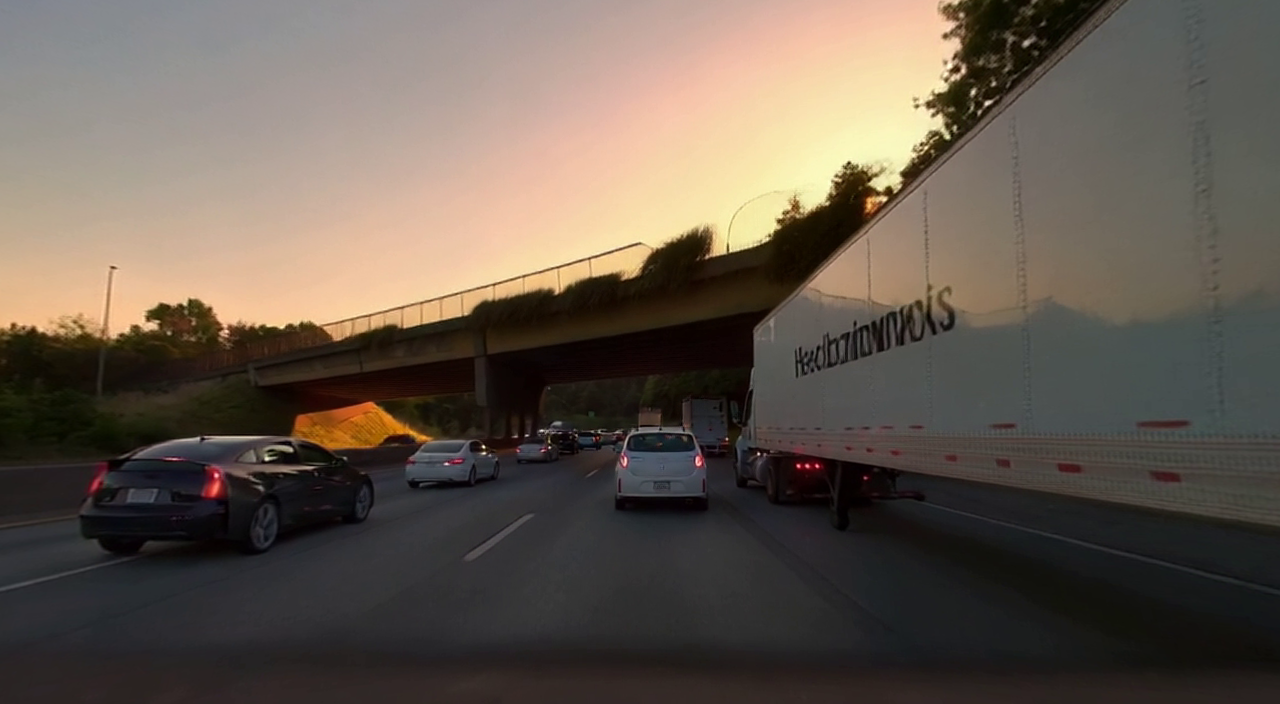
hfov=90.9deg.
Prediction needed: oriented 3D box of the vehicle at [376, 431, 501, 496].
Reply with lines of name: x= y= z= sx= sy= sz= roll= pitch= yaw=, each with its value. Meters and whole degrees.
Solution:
vehicle: x=-5.032 y=2.815 z=16.380 sx=1.880 sy=1.458 sz=3.978 roll=0 pitch=-8 yaw=1

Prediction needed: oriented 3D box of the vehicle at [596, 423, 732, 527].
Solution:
vehicle: x=0.328 y=2.036 z=11.011 sx=1.973 sy=1.505 sz=3.568 roll=0 pitch=-8 yaw=-1

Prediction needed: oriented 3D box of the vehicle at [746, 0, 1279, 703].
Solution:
vehicle: x=4.009 y=0.346 z=7.822 sx=2.817 sy=3.989 sz=14.321 roll=0 pitch=-8 yaw=0

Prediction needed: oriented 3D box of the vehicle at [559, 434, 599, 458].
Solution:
vehicle: x=-3.836 y=5.964 z=40.174 sx=2.005 sy=1.475 sz=4.466 roll=0 pitch=-8 yaw=2

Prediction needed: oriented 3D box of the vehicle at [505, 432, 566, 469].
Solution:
vehicle: x=-4.537 y=4.339 z=28.035 sx=1.887 sy=1.493 sz=4.411 roll=0 pitch=-8 yaw=1

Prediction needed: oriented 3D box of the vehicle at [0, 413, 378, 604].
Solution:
vehicle: x=-4.586 y=1.505 z=6.941 sx=1.821 sy=1.514 sz=3.677 roll=0 pitch=-8 yaw=0
